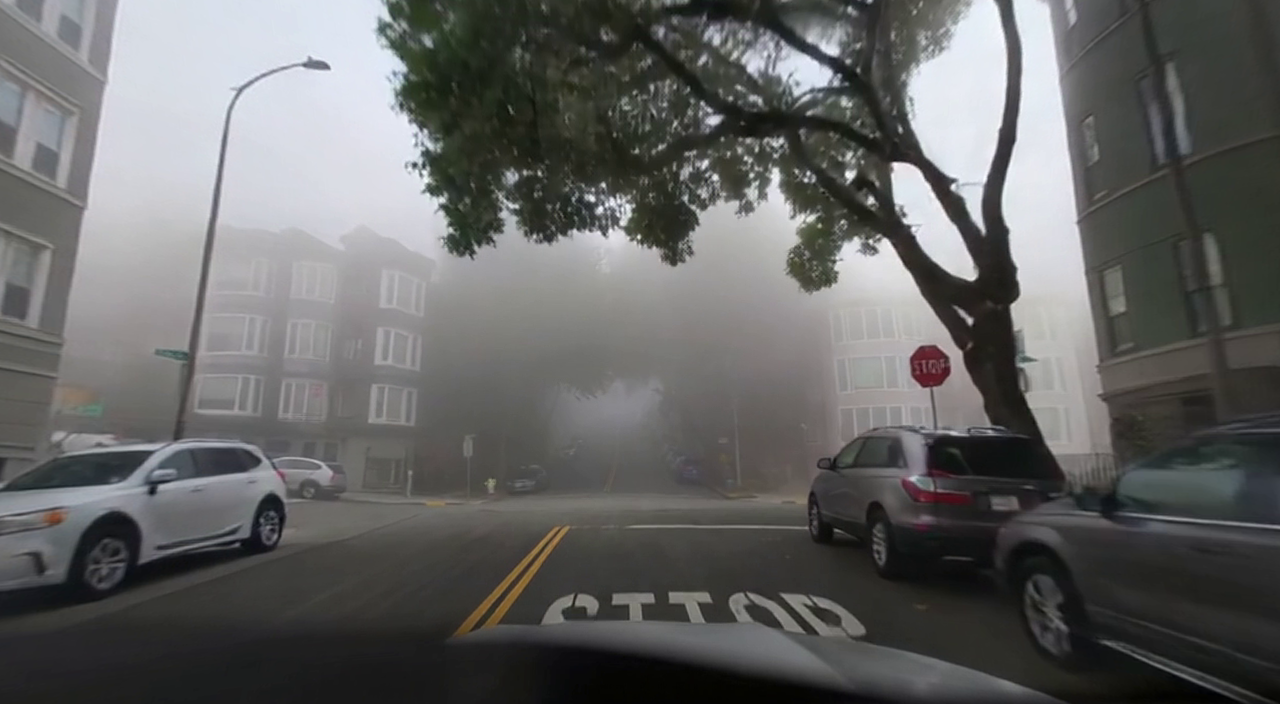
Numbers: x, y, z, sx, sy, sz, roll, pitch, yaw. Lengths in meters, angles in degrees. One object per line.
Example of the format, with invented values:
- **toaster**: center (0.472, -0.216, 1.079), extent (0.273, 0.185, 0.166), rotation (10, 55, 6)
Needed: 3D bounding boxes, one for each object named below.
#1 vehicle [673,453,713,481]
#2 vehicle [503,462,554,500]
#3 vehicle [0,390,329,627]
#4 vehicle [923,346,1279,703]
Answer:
- **vehicle**: center (3.400, 7.482, 41.418), extent (2.051, 1.526, 4.673), rotation (0, -7, -2)
- **vehicle**: center (-5.887, 6.848, 33.790), extent (1.987, 1.662, 4.141), rotation (-2, -8, -1)
- **vehicle**: center (-6.095, 1.712, 7.730), extent (2.076, 1.913, 5.060), rotation (-2, -9, -1)
- **vehicle**: center (3.343, 0.861, 2.430), extent (2.154, 1.699, 4.591), rotation (0, -8, -3)
